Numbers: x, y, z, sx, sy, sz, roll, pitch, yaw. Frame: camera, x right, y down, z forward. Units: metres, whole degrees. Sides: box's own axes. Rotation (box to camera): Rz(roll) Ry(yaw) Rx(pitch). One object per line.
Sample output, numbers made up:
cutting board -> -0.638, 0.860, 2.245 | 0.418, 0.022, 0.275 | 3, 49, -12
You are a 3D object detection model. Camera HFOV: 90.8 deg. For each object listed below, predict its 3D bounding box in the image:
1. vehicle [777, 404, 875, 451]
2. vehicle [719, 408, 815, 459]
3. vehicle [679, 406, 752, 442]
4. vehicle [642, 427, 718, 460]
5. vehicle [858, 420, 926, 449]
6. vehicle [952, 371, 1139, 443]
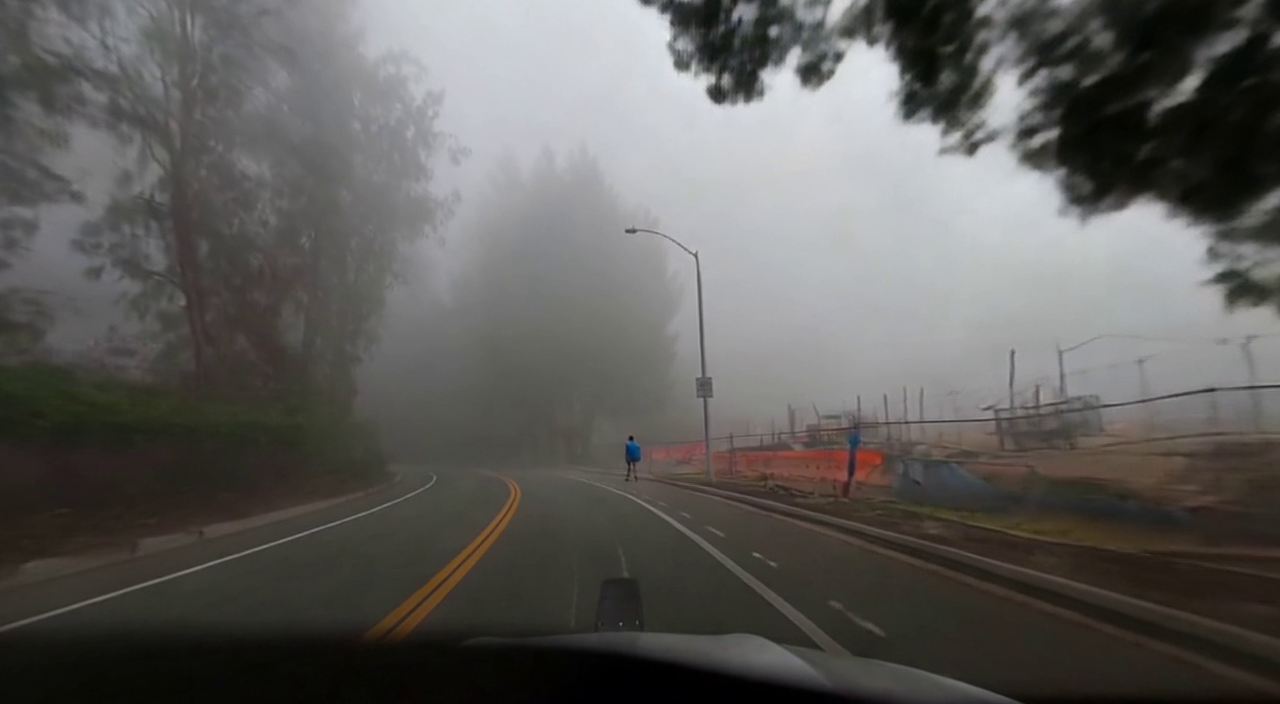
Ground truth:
vehicle -> 7.554, 3.110, 25.795 | 3.451, 1.504, 1.652 | 6, -12, -7
vehicle -> 5.699, 3.714, 28.401 | 3.674, 1.559, 1.775 | 12, -13, -11
vehicle -> 4.880, 4.648, 40.654 | 4.180, 1.880, 2.028 | 10, -10, -30
vehicle -> 2.934, 6.592, 45.677 | 5.021, 1.930, 2.119 | -1, -8, -33
vehicle -> 16.902, 5.536, 42.290 | 4.663, 1.791, 2.050 | 6, -10, -38
vehicle -> 9.269, 1.372, 14.834 | 1.635, 1.445, 3.563 | 0, -9, -9
